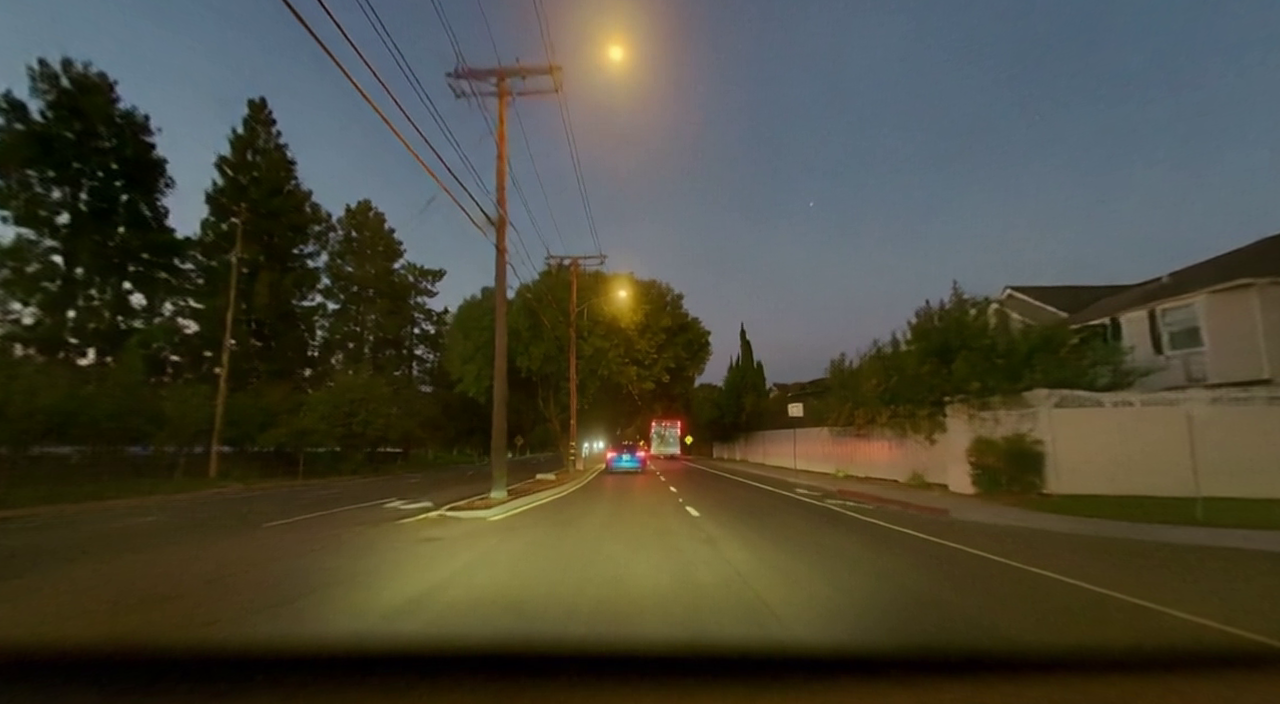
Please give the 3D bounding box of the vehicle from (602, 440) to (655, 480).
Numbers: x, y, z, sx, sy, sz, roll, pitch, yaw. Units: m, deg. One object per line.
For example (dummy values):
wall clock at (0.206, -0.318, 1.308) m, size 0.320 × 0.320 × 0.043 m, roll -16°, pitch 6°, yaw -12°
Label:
vehicle at (-0.463, 4.419, 26.150) m, size 2.018 × 1.511 × 3.993 m, roll 0°, pitch -8°, yaw -1°
